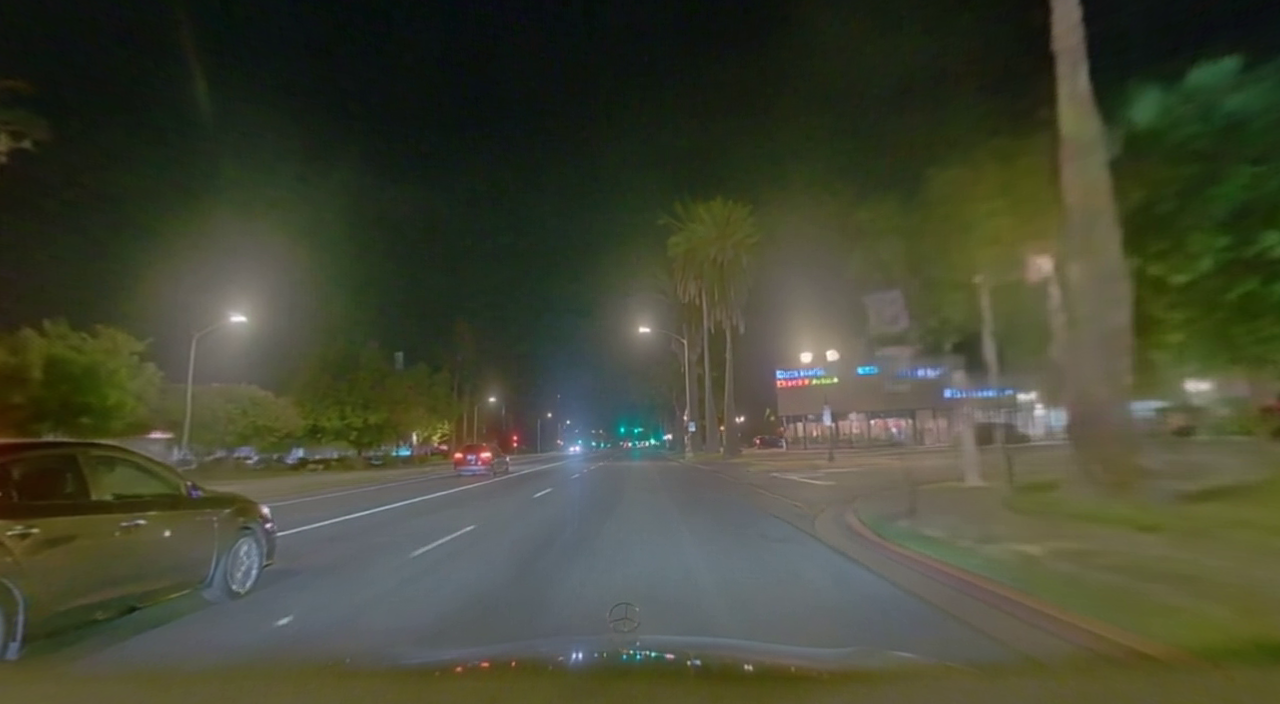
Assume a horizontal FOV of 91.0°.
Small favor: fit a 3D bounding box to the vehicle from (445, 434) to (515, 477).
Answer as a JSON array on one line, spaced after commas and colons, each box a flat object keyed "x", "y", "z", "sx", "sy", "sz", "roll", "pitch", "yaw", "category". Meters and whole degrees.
[{"x": -7.461, "y": 4.879, "z": 29.835, "sx": 2.136, "sy": 1.844, "sz": 4.363, "roll": 0, "pitch": -8, "yaw": 1, "category": "vehicle"}]

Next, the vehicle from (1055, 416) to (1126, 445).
[{"x": 29.568, "y": 5.192, "z": 41.288, "sx": 4.264, "sy": 1.791, "sz": 2.133, "roll": 6, "pitch": -10, "yaw": -30, "category": "vehicle"}]

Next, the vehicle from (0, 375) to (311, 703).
[{"x": -4.164, "y": 1.065, "z": 3.829, "sx": 2.041, "sy": 1.666, "sz": 4.182, "roll": 0, "pitch": -8, "yaw": 0, "category": "vehicle"}]
